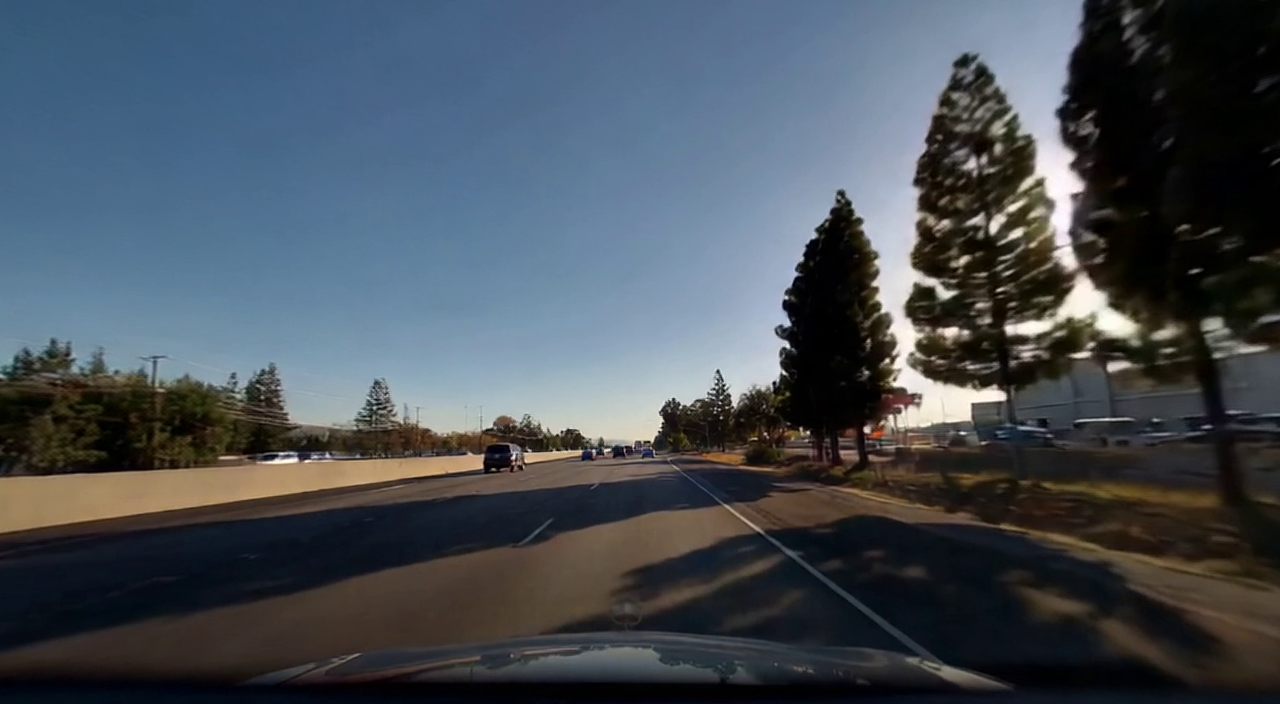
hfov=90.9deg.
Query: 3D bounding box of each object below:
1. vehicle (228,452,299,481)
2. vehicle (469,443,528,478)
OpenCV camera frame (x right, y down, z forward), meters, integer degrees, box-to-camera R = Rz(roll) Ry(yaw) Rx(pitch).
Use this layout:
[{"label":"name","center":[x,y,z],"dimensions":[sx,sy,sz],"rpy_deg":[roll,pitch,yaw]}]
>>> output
[{"label":"vehicle","center":[-24.525,7.443,41.263],"dimensions":[1.926,1.679,4.399],"rpy_deg":[-1,-8,0]},{"label":"vehicle","center":[-7.311,5.604,32.936],"dimensions":[2.021,1.699,4.324],"rpy_deg":[-1,-8,1]}]
